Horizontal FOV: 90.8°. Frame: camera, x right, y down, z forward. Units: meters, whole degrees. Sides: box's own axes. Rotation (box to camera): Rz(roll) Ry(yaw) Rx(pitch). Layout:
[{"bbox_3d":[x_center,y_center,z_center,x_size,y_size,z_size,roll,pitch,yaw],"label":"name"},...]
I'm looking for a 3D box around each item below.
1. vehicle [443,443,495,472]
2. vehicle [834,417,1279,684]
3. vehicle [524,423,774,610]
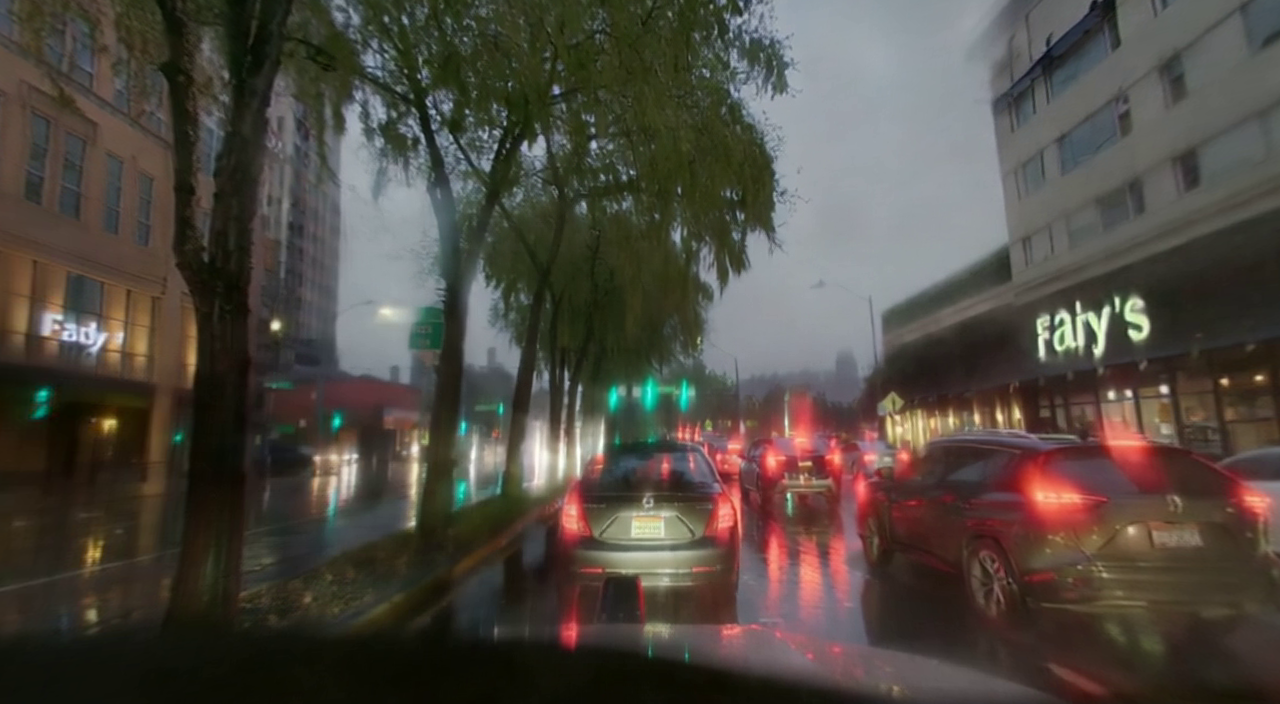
[{"bbox_3d":[-11.159,6.882,41.547,2.042,1.749,4.629,-1,-9,1],"label":"vehicle"},{"bbox_3d":[3.397,1.429,5.698,1.988,1.480,4.195,0,-9,1],"label":"vehicle"},{"bbox_3d":[0.054,1.596,6.930,2.006,1.487,3.535,0,-9,-1],"label":"vehicle"}]
